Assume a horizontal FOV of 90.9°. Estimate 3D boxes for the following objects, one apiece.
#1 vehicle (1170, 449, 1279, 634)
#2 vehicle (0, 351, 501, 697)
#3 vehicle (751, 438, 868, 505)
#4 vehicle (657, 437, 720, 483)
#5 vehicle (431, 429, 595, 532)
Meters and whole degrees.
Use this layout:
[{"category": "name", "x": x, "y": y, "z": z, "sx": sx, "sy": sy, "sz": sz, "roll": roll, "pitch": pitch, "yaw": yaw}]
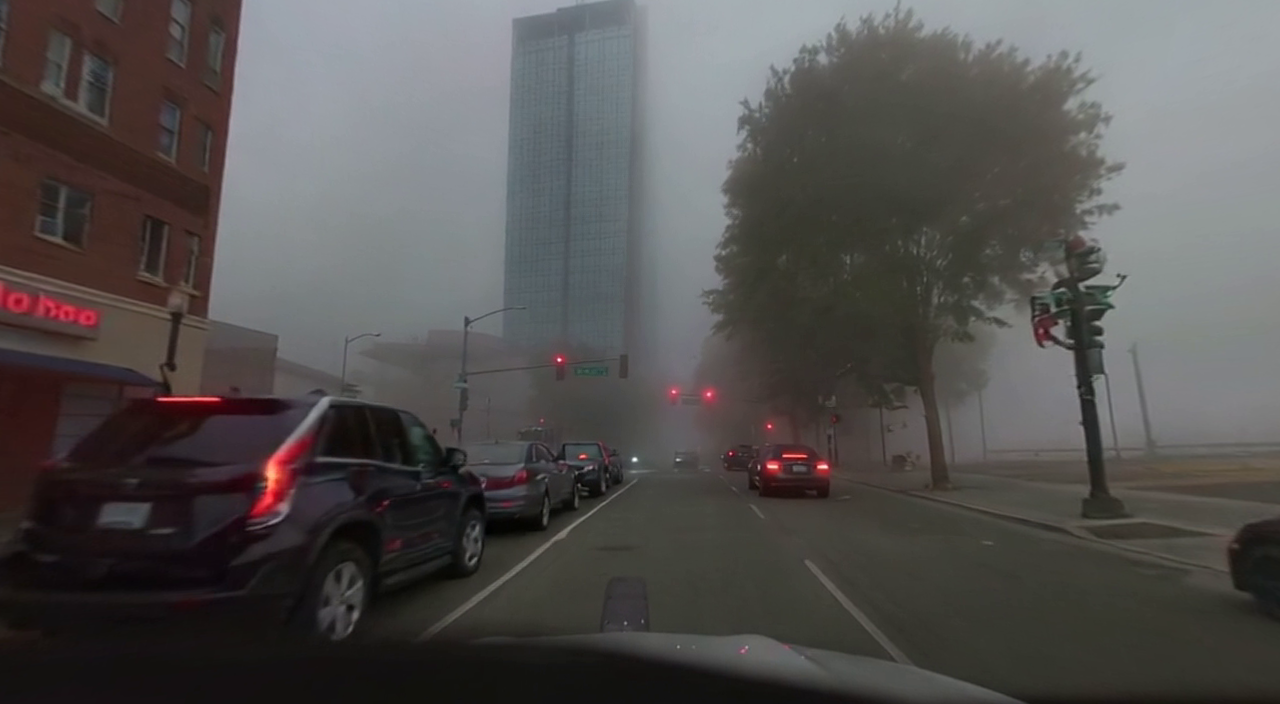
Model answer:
[{"category": "vehicle", "x": 5.991, "y": 1.325, "z": 3.733, "sx": 1.956, "sy": 1.446, "sz": 4.537, "roll": -1, "pitch": -8, "yaw": 4}, {"category": "vehicle", "x": -2.885, "y": 1.220, "z": 5.596, "sx": 2.043, "sy": 1.819, "sz": 4.294, "roll": -1, "pitch": -8, "yaw": 4}, {"category": "vehicle", "x": 4.197, "y": 3.022, "z": 16.458, "sx": 2.150, "sy": 1.464, "sz": 4.467, "roll": -1, "pitch": -8, "yaw": 5}, {"category": "vehicle", "x": 1.784, "y": 3.953, "z": 23.358, "sx": 2.102, "sy": 1.521, "sz": 4.078, "roll": -1, "pitch": -8, "yaw": 4}, {"category": "vehicle", "x": -2.095, "y": 2.277, "z": 11.844, "sx": 1.857, "sy": 1.531, "sz": 4.481, "roll": -1, "pitch": -8, "yaw": 4}]
